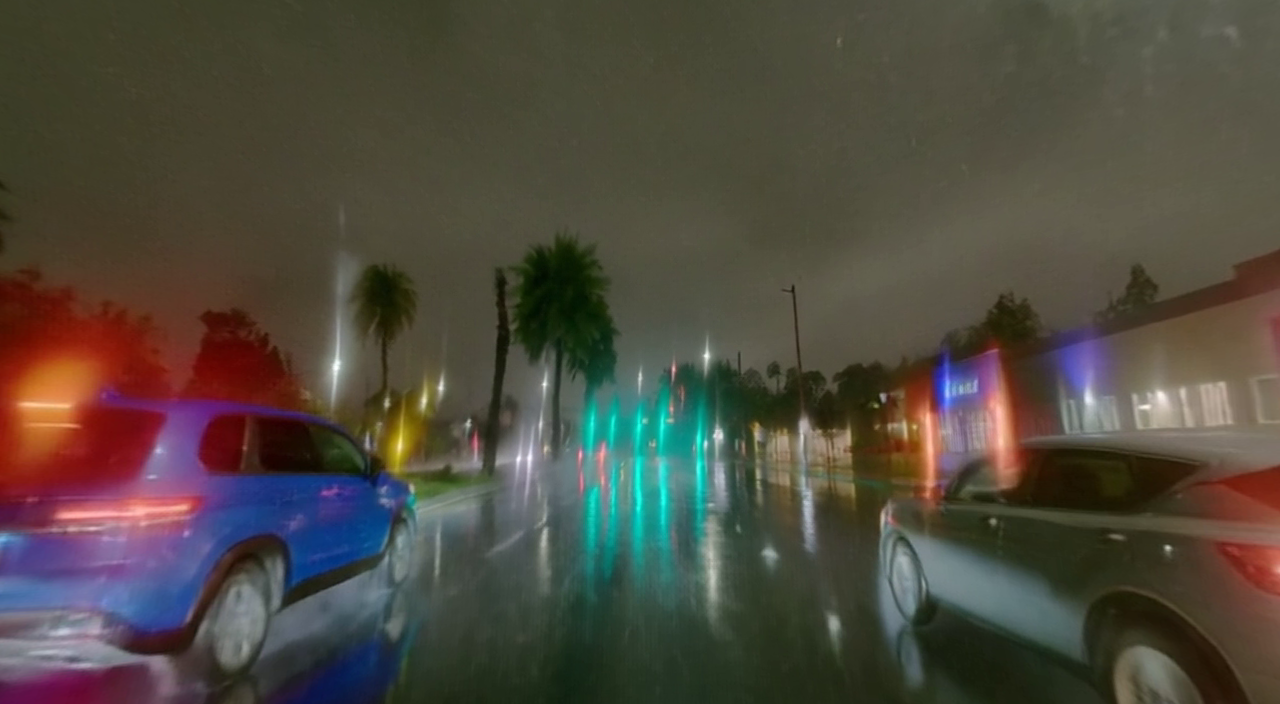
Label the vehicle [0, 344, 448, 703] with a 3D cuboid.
[{"bbox_3d":[-3.246,1.178,4.964,2.058,1.804,4.391,0,-8,0],"label":"vehicle"}]

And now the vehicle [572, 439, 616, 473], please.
[{"bbox_3d":[-2.464,5.726,34.846,1.998,1.743,4.402,0,-8,1],"label":"vehicle"}]

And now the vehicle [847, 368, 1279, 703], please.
[{"bbox_3d":[2.885,1.072,3.667,1.946,1.513,4.133,0,-8,0],"label":"vehicle"}]
